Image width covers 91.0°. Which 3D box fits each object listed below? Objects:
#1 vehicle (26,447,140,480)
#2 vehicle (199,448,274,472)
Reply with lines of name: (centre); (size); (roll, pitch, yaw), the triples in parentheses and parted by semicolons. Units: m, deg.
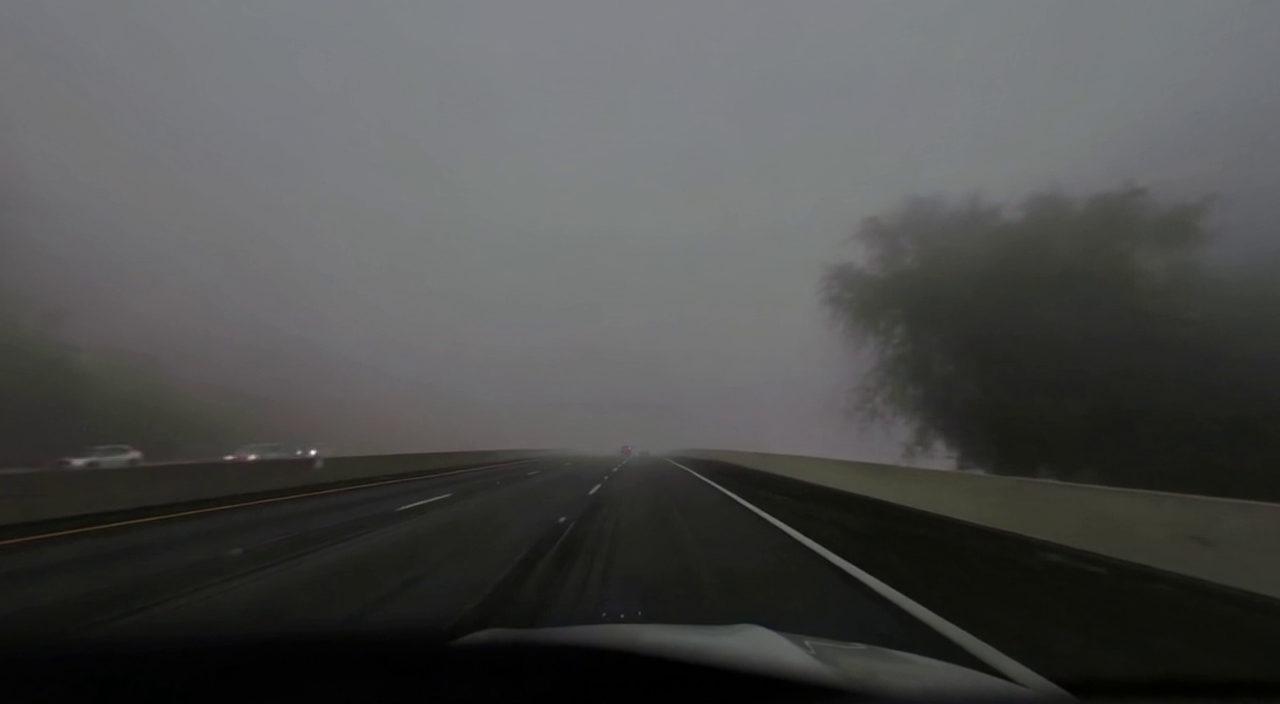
vehicle: (-32.119, 6.401, 36.583); (2.059, 1.750, 4.910); (0, -9, 1)
vehicle: (-28.151, 7.557, 44.185); (1.973, 1.553, 4.870); (0, -9, 1)
